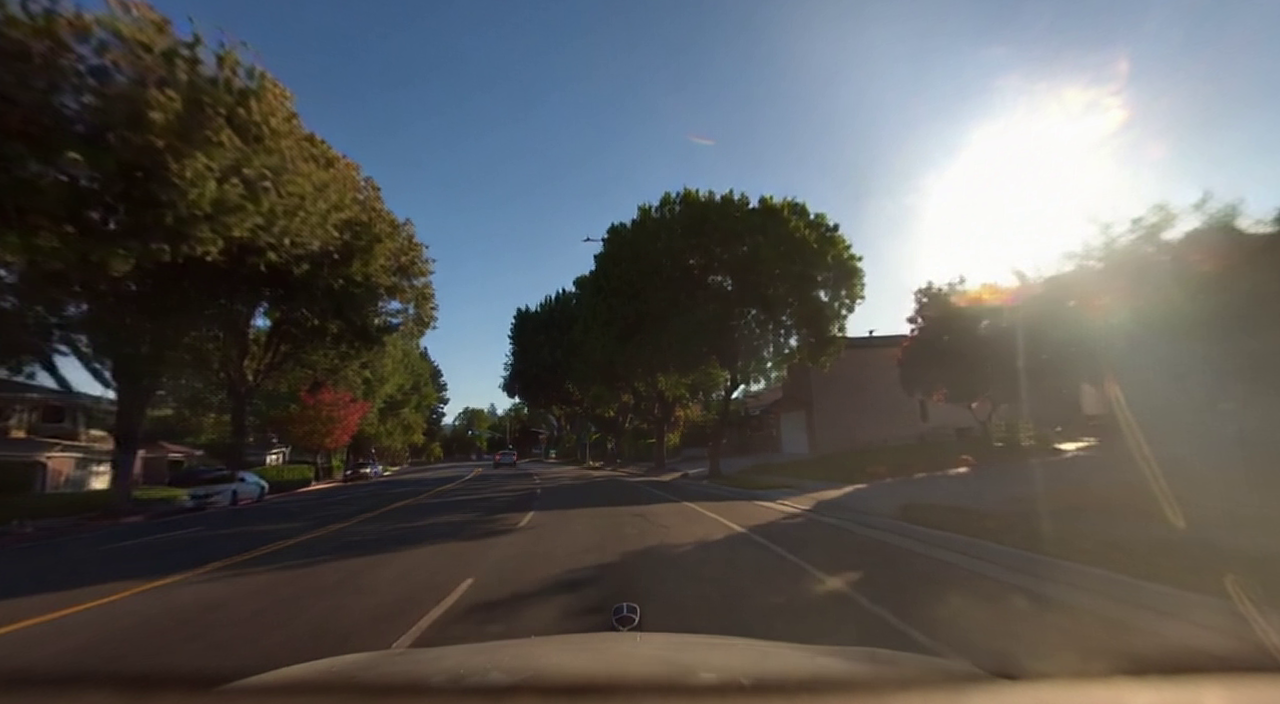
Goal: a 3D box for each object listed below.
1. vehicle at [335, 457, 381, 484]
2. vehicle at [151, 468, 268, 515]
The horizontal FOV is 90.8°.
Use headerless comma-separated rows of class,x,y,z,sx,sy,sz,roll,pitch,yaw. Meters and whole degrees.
vehicle,-20.940,8.810,47.107,2.029,1.726,5.366,-3,-9,-12
vehicle,-16.528,5.334,24.604,1.911,1.436,4.554,1,-9,-9
